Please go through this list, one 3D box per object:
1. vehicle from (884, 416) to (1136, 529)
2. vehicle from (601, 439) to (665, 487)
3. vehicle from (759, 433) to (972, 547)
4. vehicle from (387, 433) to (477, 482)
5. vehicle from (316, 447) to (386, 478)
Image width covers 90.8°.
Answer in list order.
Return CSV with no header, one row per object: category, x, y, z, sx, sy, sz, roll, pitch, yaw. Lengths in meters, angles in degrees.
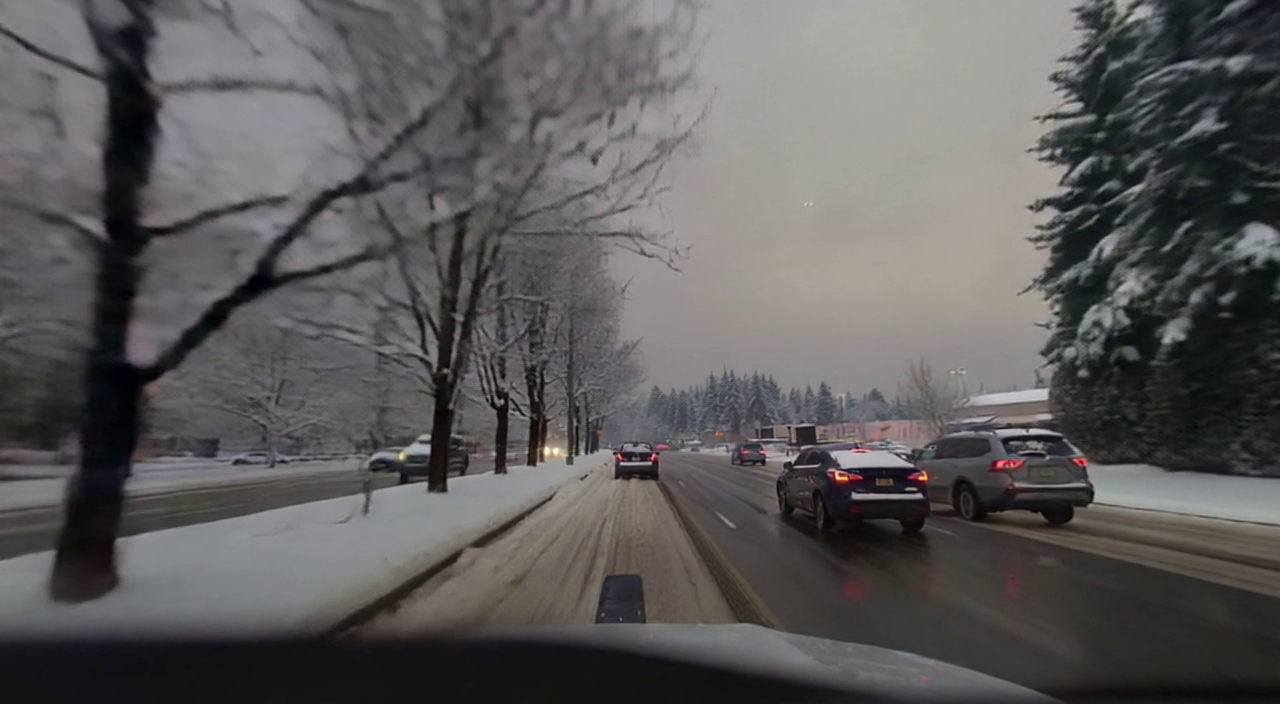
vehicle,6.893,2.303,12.581,2.134,1.810,4.590,0,-9,-1
vehicle,-0.246,3.756,21.622,1.994,1.479,3.647,0,-9,-1
vehicle,3.353,2.131,10.426,1.858,1.466,4.230,0,-9,-1
vehicle,-9.208,4.730,28.551,2.246,1.943,5.493,0,-9,0
vehicle,-16.478,6.289,36.282,1.903,1.675,4.547,0,-9,-1
